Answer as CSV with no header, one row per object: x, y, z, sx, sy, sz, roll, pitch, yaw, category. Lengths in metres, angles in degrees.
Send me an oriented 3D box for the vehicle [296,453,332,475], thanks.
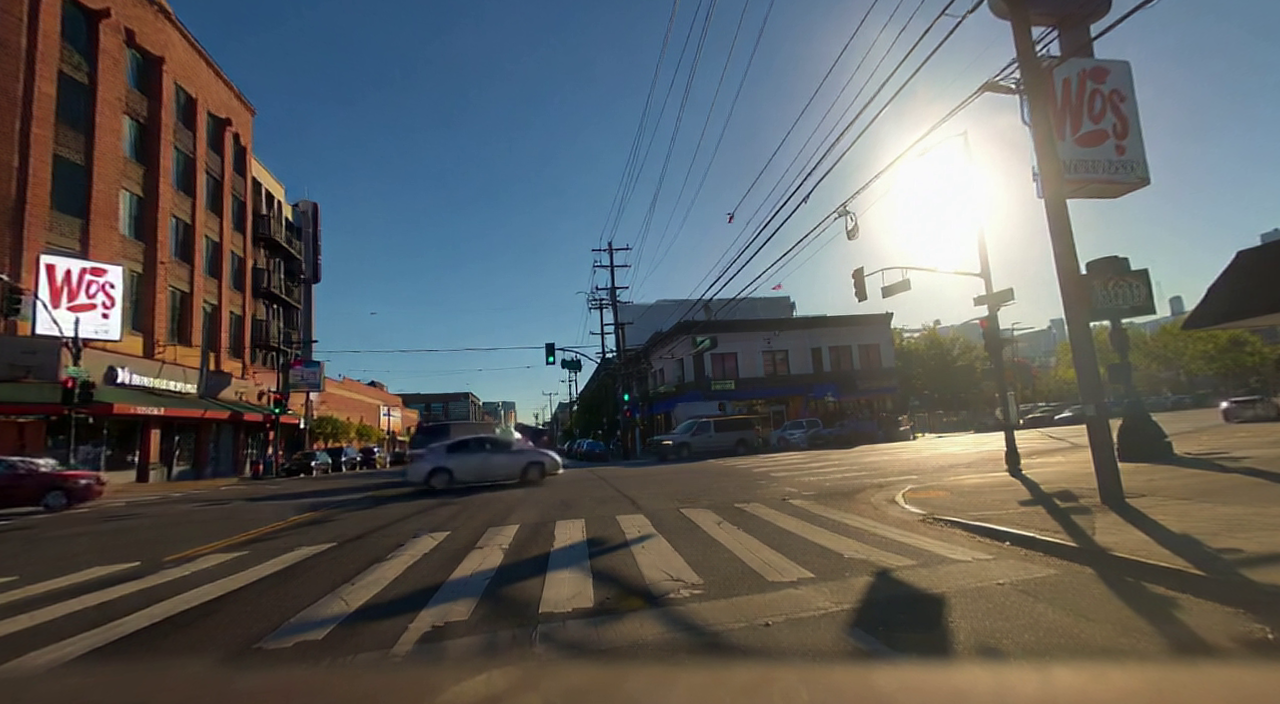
-23.398,7.985,45.232,1.942,1.413,4.229,5,-9,-30,vehicle

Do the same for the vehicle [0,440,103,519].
-15.662,2.963,14.776,4.292,1.761,2.105,5,-10,-30,vehicle

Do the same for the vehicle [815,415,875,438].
16.050,5.830,49.447,4.589,1.730,1.801,3,-10,-31,vehicle

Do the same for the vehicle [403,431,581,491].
-4.049,2.959,17.501,4.433,1.453,1.804,4,-10,-29,vehicle

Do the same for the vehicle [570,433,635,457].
-2.795,6.830,46.361,4.591,1.686,1.816,1,-9,-11,vehicle

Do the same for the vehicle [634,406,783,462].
2.762,3.306,25.154,5.588,1.985,2.374,5,-10,-32,vehicle

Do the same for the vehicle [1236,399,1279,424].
40.893,3.891,40.907,4.499,1.524,1.784,3,-9,-27,vehicle
